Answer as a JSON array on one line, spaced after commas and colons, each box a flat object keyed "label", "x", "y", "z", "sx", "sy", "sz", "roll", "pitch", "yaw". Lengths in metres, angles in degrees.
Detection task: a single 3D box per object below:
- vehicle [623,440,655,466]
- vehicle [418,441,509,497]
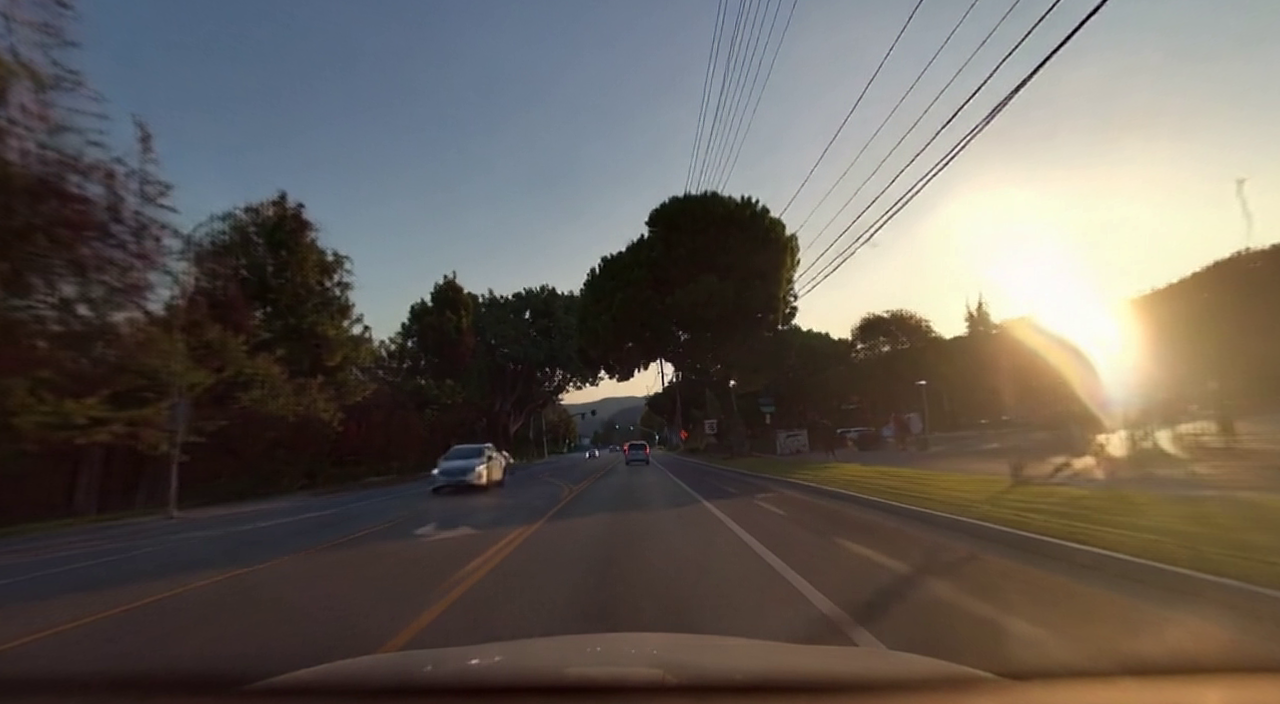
[{"label": "vehicle", "x": -0.094, "y": 7.121, "z": 44.673, "sx": 2.163, "sy": 1.746, "sz": 4.073, "roll": -1, "pitch": -8, "yaw": 0}, {"label": "vehicle", "x": -6.011, "y": 3.997, "z": 22.062, "sx": 1.960, "sy": 1.704, "sz": 4.229, "roll": -1, "pitch": -8, "yaw": 0}]
